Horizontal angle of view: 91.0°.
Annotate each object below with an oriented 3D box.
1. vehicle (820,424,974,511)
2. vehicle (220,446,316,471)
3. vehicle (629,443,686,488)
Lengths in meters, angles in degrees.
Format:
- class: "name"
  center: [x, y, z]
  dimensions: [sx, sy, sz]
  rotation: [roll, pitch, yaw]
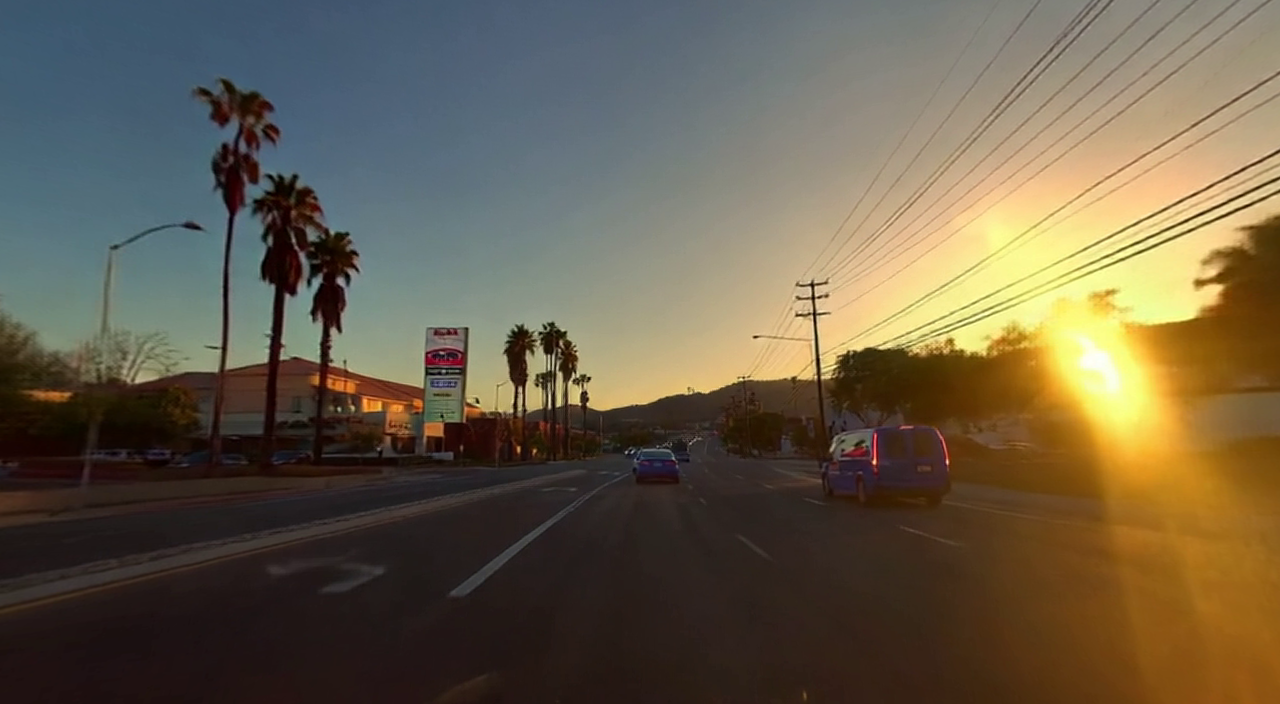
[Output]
- class: "vehicle"
  center: [6.378, 2.930, 16.319]
  dimensions: [2.107, 1.928, 4.471]
  rotation: [0, -9, 1]
- class: "vehicle"
  center: [-23.765, 6.799, 40.298]
  dimensions: [4.942, 1.557, 2.032]
  rotation: [-1, -9, 7]
- class: "vehicle"
  center: [0.727, 4.604, 25.790]
  dimensions: [2.138, 1.672, 4.168]
  rotation: [0, -9, 2]
